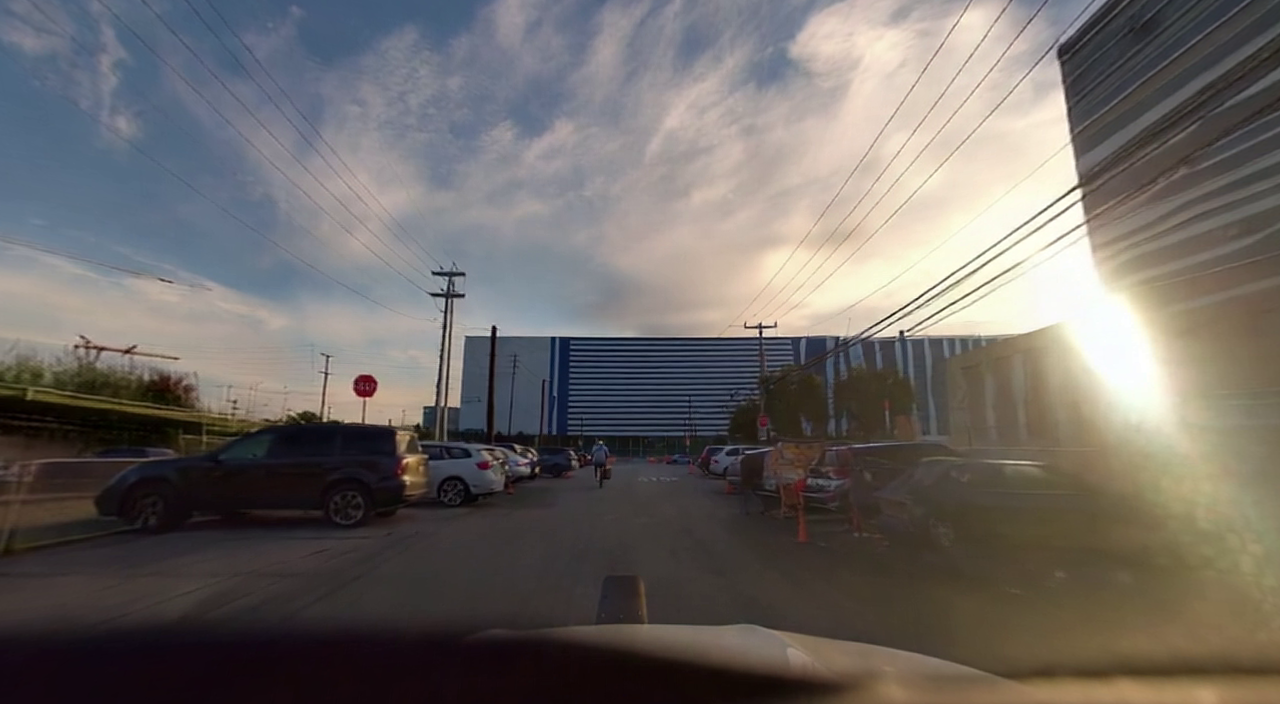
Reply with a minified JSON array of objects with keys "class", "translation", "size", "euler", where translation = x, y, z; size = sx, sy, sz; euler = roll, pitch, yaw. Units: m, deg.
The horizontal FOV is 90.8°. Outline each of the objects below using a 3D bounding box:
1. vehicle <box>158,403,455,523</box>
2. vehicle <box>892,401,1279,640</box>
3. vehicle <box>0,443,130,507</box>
[{"class":"vehicle","translation":[-6.485,2.245,12.778],"size":[4.727,1.976,1.970],"euler":[3,-11,2]},{"class":"vehicle","translation":[4.930,1.400,5.753],"size":[4.402,1.770,1.933],"euler":[0,-9,2]},{"class":"vehicle","translation":[-15.784,3.042,15.912],"size":[1.840,1.477,4.693],"euler":[0,-9,2]}]
